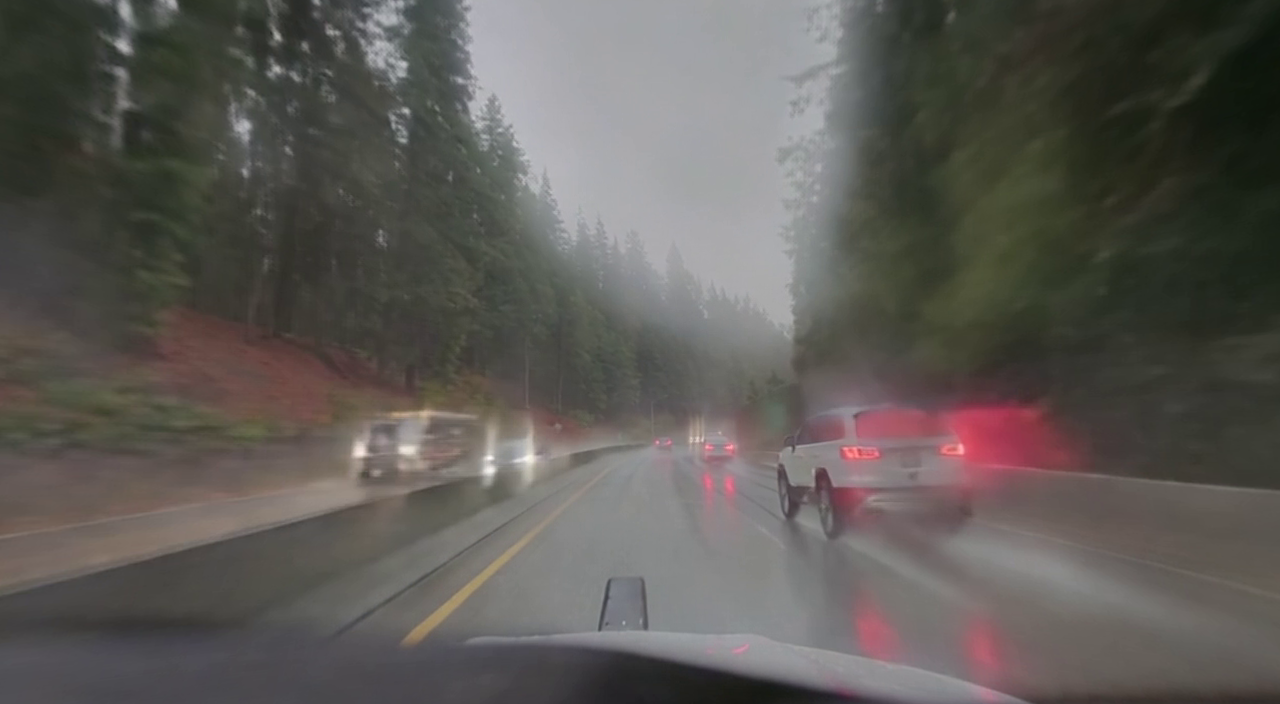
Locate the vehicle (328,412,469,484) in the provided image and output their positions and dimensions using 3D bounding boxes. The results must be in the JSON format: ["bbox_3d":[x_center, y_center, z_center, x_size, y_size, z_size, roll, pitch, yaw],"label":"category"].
[{"bbox_3d":[-8.171,3.342,22.252,2.428,2.147,6.184,-1,-8,1],"label":"vehicle"}]

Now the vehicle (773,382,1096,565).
[{"bbox_3d":[3.610,1.611,9.114,2.270,1.897,4.822,-1,-8,-1],"label":"vehicle"}]

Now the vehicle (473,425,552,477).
[{"bbox_3d":[-4.610,3.643,23.466,1.965,1.727,4.041,-1,-8,2],"label":"vehicle"}]

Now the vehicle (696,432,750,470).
[{"bbox_3d":[4.027,4.911,31.456,2.112,1.708,4.380,-1,-8,1],"label":"vehicle"}]
